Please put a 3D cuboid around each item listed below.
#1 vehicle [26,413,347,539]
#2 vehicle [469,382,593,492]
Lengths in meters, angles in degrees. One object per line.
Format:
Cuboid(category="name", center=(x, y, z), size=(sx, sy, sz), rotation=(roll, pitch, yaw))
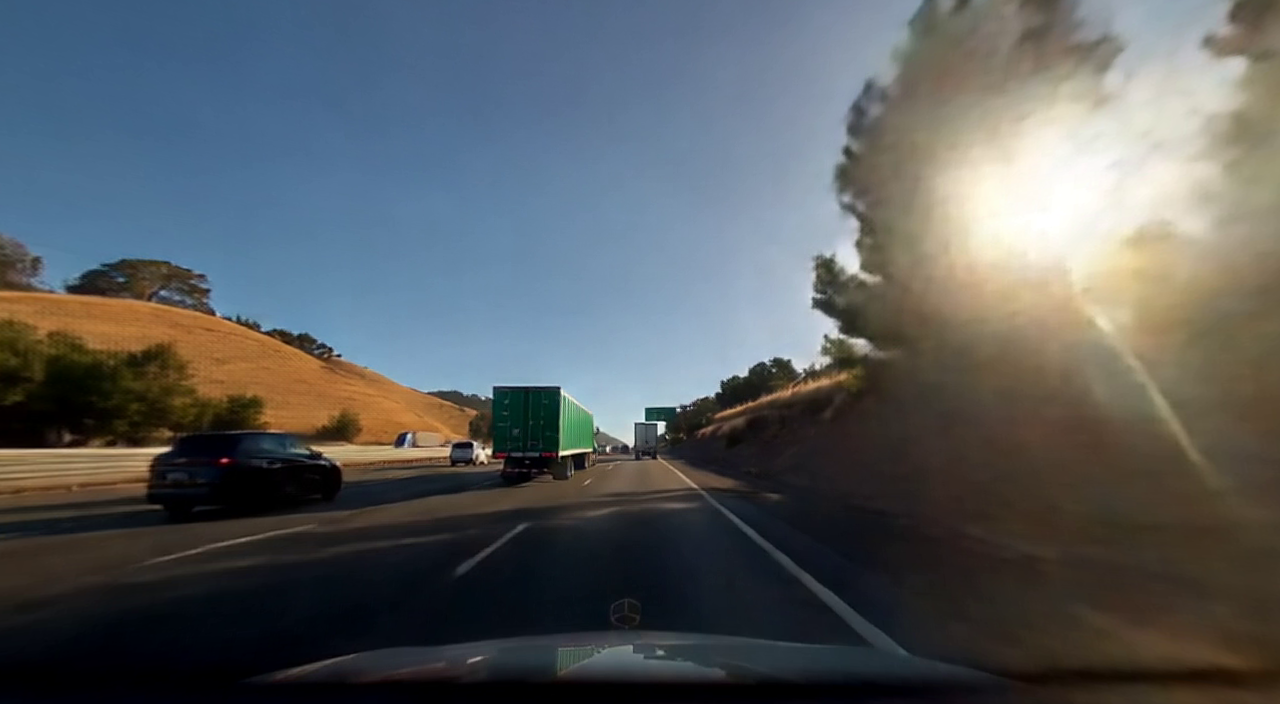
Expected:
Cuboid(category="vehicle", center=(-7.466, 2.096, 11.224), size=(2.125, 1.725, 4.715), rotation=(0, -9, 1))
Cuboid(category="vehicle", center=(-3.689, 3.368, 24.502), size=(2.789, 3.271, 10.894), rotation=(0, -9, 1))
